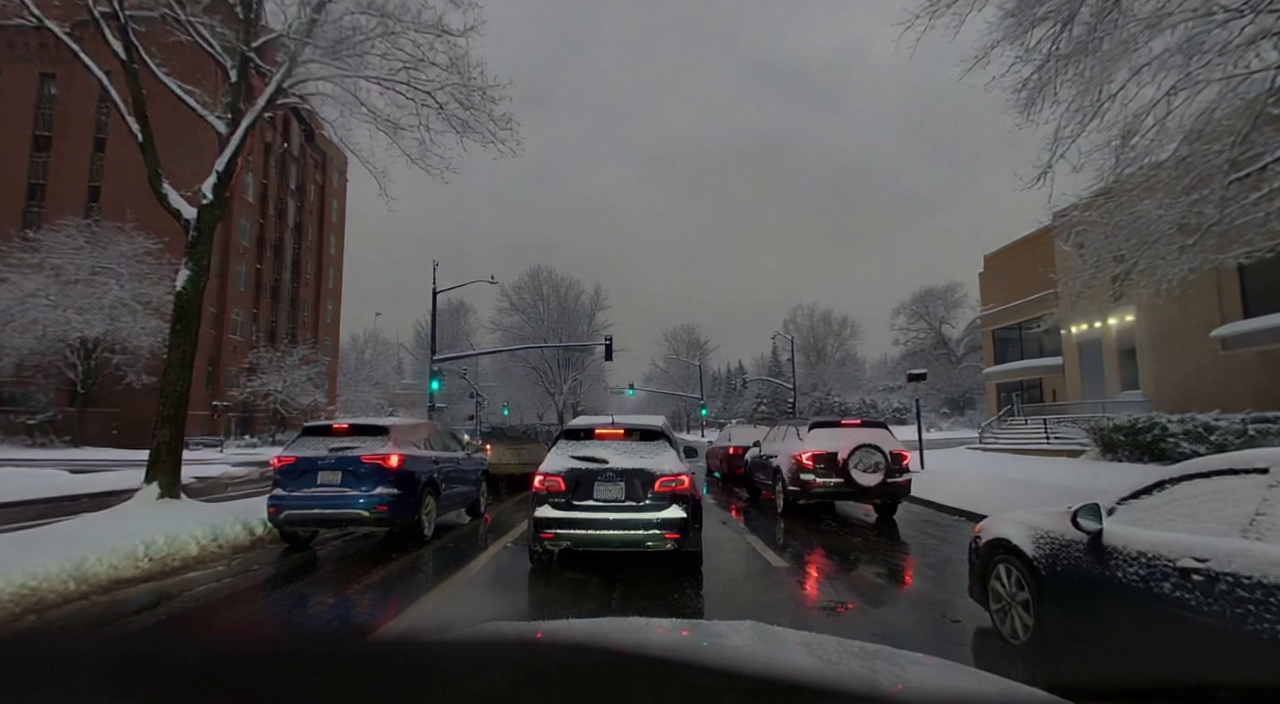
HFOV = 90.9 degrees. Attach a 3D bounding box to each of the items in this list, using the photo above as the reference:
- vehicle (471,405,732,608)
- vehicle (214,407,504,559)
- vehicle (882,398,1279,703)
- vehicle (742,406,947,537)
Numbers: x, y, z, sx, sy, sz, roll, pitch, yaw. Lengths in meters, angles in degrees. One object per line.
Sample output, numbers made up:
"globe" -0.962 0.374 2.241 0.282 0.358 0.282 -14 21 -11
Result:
"vehicle" -0.358 1.586 7.422 2.114 1.631 4.459 0 -8 -1
"vehicle" -3.750 1.858 9.698 2.141 1.718 4.809 0 -8 1
"vehicle" 3.250 1.081 3.430 2.045 1.459 4.462 0 -8 -1
"vehicle" 3.346 2.078 11.542 2.117 1.879 4.715 0 -8 -1
